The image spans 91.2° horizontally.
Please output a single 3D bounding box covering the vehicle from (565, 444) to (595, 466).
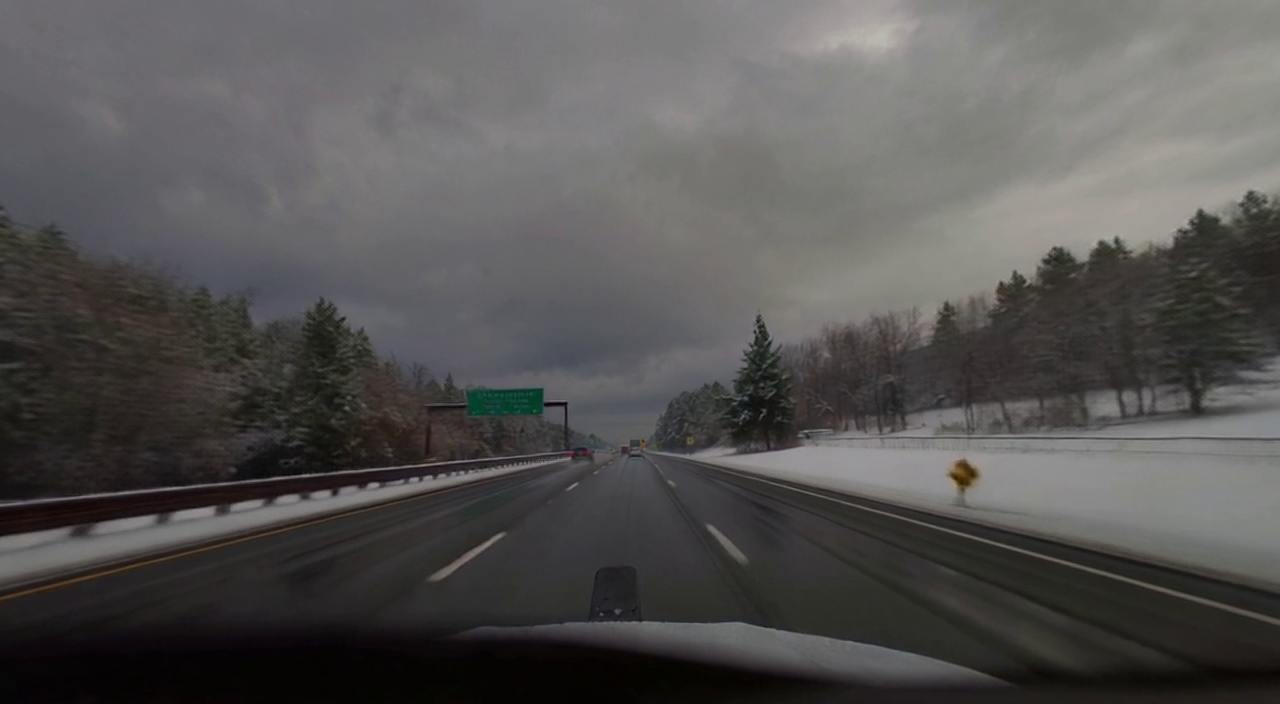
[{"bbox_3d":[-4.546,7.904,48.134,1.958,1.587,4.801,0,-9,-1],"label":"vehicle"}]
